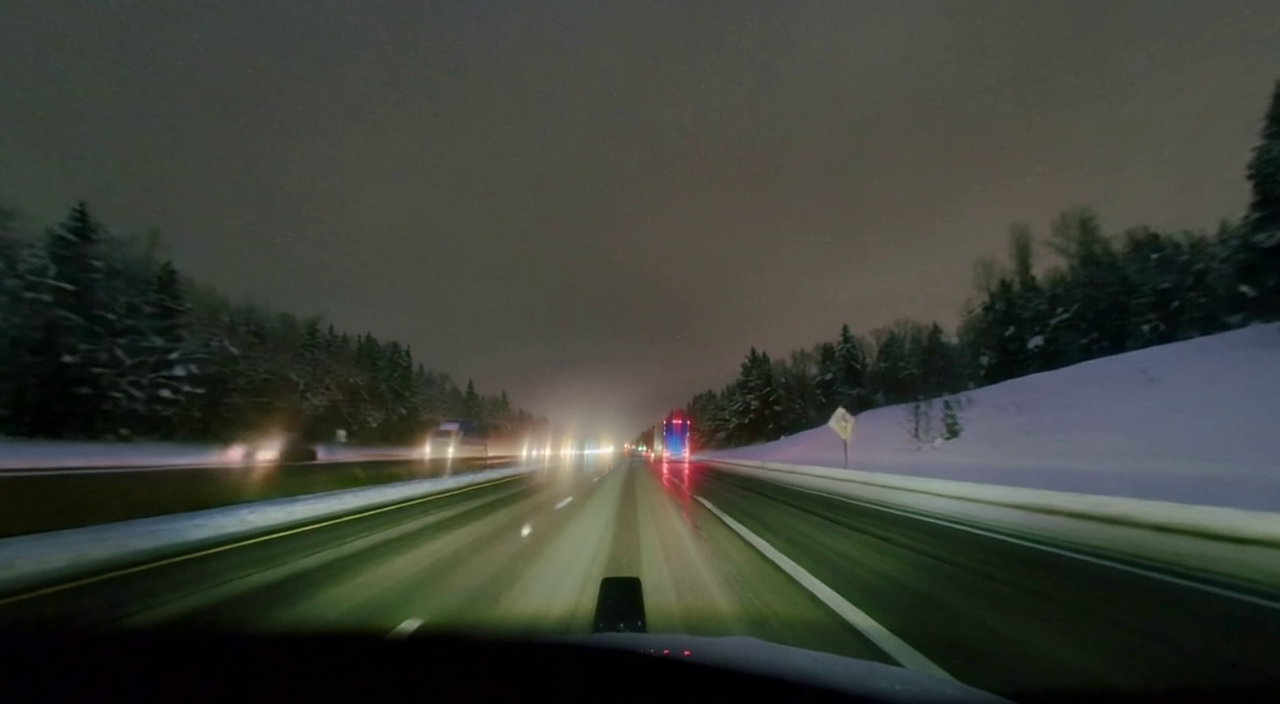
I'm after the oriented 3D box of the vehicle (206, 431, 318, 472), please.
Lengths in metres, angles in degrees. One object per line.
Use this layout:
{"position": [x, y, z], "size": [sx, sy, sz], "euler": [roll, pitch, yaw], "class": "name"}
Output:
{"position": [-15.366, 4.094, 25.937], "size": [1.893, 1.506, 4.359], "euler": [0, -9, -1], "class": "vehicle"}
